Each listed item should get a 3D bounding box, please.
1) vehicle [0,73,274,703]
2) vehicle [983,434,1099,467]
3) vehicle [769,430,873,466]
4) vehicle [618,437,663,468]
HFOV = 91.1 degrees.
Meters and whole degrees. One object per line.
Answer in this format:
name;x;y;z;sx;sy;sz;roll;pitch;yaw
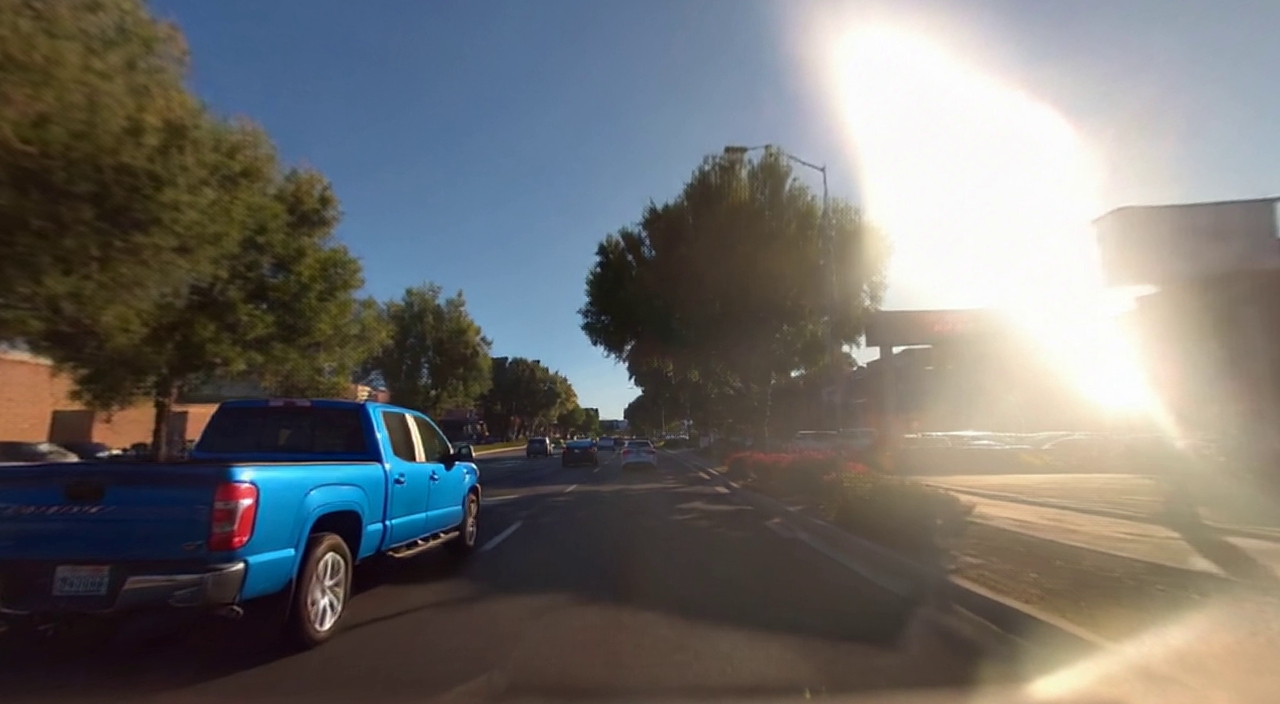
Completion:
vehicle;-3.510;0.182;0.833;2.733;2.495;5.037;0;-8;3
vehicle;20.531;5.039;32.371;4.836;1.567;2.051;-5;-10;31
vehicle;9.403;4.988;32.627;5.109;1.735;1.997;4;-9;-25
vehicle;0.023;5.318;33.359;2.191;1.530;4.470;0;-8;0
